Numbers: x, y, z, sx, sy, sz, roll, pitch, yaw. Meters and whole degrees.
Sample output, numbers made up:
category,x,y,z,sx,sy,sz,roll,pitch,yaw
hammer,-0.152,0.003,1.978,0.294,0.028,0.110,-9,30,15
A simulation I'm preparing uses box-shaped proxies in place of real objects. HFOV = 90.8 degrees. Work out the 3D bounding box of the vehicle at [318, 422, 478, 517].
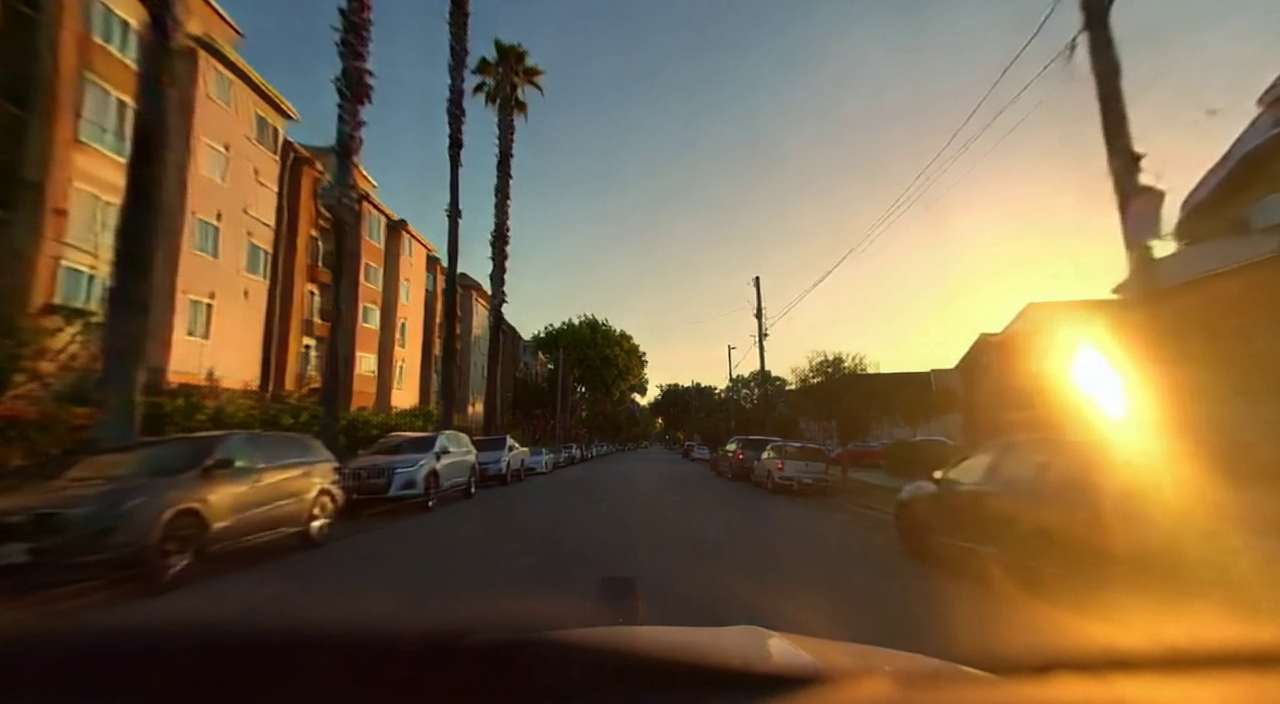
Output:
category,x,y,z,sx,sy,sz,roll,pitch,yaw
vehicle,-5.507,2.706,15.166,2.087,1.896,4.554,0,-8,-1

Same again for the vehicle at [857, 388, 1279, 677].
category,x,y,z,sx,sy,sz,roll,pitch,yaw
vehicle,4.242,1.490,6.508,2.201,1.787,5.007,0,-8,0

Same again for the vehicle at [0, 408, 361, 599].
category,x,y,z,sx,sy,sz,roll,pitch,yaw
vehicle,-5.685,1.792,8.425,1.947,1.806,4.413,1,-8,-1

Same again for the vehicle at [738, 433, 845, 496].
category,x,y,z,sx,sy,sz,roll,pitch,yaw
vehicle,4.595,3.510,20.062,2.220,1.738,4.800,0,-8,1

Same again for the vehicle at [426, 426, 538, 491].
category,x,y,z,sx,sy,sz,roll,pitch,yaw
vehicle,-5.393,3.770,22.679,2.227,1.967,6.220,0,-9,2
